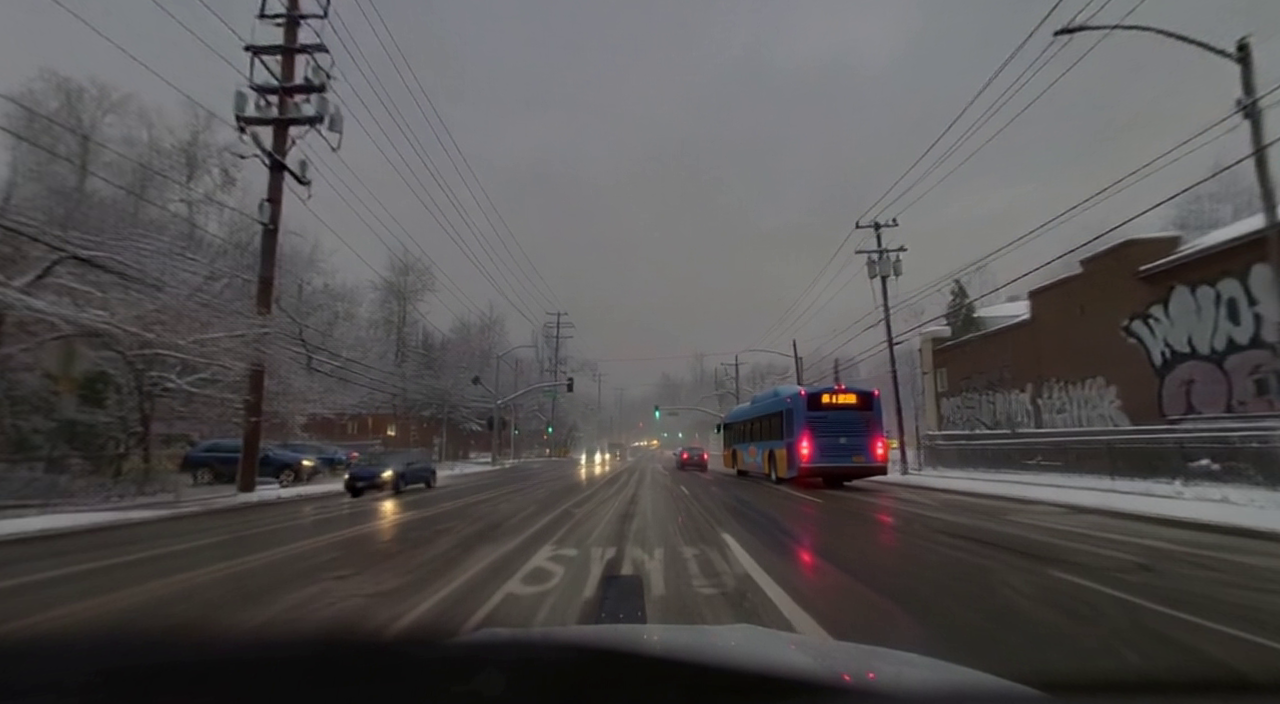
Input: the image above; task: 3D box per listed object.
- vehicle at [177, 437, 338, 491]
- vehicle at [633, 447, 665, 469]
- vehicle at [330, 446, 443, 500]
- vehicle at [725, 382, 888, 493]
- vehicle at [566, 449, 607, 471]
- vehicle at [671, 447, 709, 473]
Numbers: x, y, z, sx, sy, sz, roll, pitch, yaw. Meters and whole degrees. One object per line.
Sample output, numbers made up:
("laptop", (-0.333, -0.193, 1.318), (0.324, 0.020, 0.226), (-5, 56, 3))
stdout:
("vehicle", (-14.393, 4.233, 24.096), (4.719, 1.903, 2.051), (1, -8, -9))
("vehicle", (0.583, 7.521, 44.902), (2.016, 1.464, 4.089), (0, -8, -2))
("vehicle", (-8.592, 4.097, 21.927), (2.017, 1.659, 4.405), (0, -8, 1))
("vehicle", (6.017, 3.557, 25.933), (3.045, 3.447, 12.604), (0, -8, -1))
("vehicle", (-3.665, 7.532, 44.296), (1.915, 1.452, 4.654), (-1, -8, 8))
("vehicle", (2.976, 6.533, 38.605), (1.961, 1.470, 4.196), (0, -8, 0))
